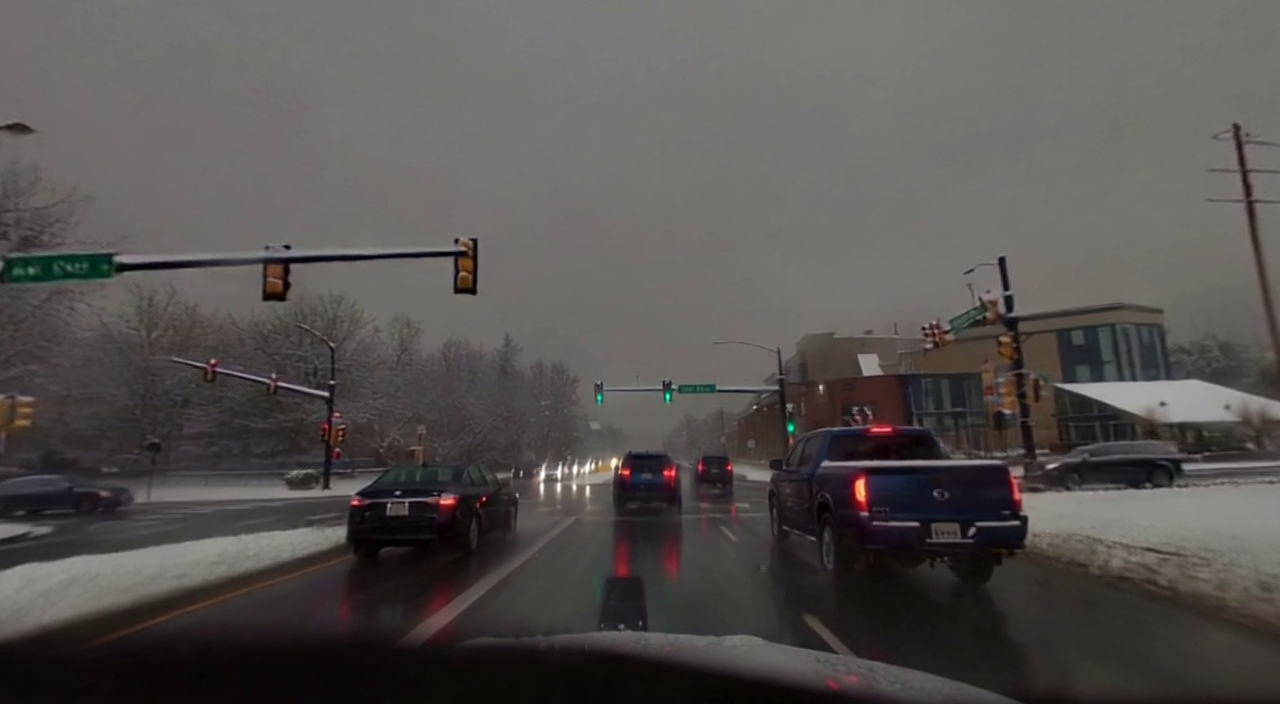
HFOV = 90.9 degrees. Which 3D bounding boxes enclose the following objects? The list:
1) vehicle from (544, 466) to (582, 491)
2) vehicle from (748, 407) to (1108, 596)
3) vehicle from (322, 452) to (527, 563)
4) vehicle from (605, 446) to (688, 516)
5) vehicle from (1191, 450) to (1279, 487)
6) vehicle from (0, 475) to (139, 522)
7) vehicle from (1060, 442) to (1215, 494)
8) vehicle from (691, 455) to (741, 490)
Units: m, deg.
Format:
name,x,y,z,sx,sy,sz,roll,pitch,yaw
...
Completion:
name,x,y,z,sx,sy,sz,roll,pitch,yaw
vehicle,-5.101,8.428,42.222,1.882,1.342,3.755,-4,-9,2
vehicle,3.349,1.929,9.242,2.571,1.857,5.841,0,-9,1
vehicle,-3.393,2.521,11.097,1.909,1.476,4.751,0,-9,0
vehicle,0.218,3.593,18.072,2.113,1.768,3.901,0,-9,2
vehicle,25.027,4.701,25.356,4.180,1.376,1.583,1,-9,0
vehicle,-23.378,5.823,25.082,5.100,1.533,2.032,-2,-9,-1
vehicle,19.970,4.637,25.487,4.437,1.863,2.068,-1,-7,1
vehicle,4.472,7.172,38.003,2.408,1.908,5.355,0,-9,1
